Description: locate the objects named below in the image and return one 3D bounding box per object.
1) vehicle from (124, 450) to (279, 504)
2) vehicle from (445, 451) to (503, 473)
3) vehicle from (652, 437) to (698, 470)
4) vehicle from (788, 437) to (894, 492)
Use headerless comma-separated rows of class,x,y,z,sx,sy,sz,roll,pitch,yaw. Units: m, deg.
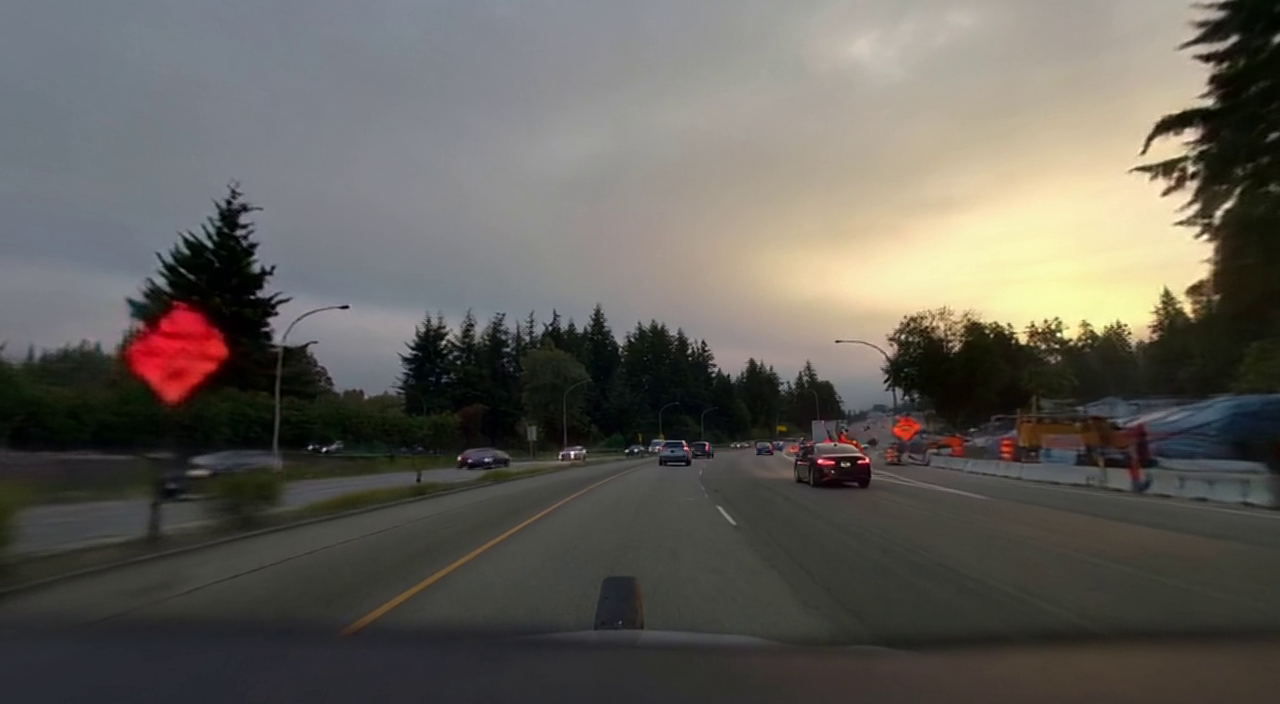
vehicle,-14.966,4.257,21.965,1.913,1.610,4.549,-1,-8,4
vehicle,-11.607,7.721,44.643,2.205,1.446,4.840,-1,-9,8
vehicle,2.020,5.613,35.114,2.201,1.676,4.541,-1,-8,7
vehicle,5.898,3.337,19.115,2.044,1.474,4.083,0,-8,3
